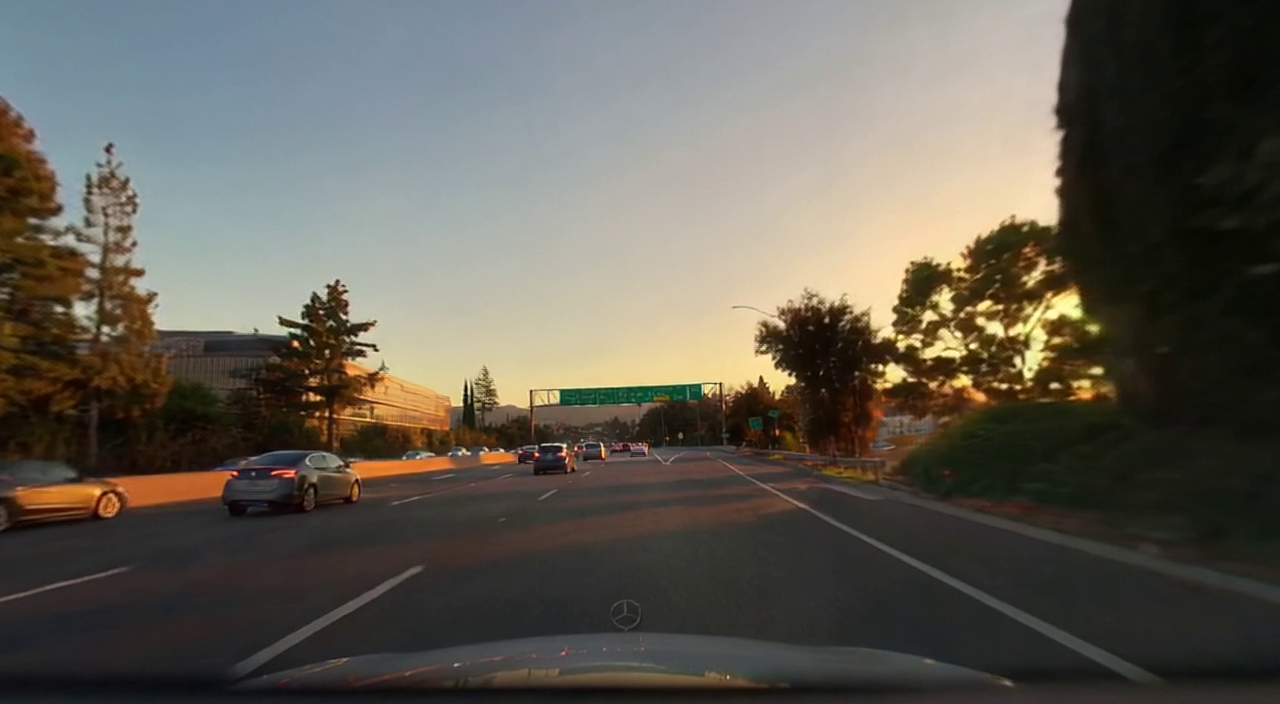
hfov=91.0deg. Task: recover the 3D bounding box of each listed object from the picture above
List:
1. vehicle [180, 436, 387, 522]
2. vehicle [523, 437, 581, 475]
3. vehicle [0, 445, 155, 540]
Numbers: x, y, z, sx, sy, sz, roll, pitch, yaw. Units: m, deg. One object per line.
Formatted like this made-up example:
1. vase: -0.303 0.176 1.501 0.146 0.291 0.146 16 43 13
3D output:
1. vehicle: -7.921 2.822 14.663 2.071 1.661 4.540 0 -8 1
2. vehicle: -4.258 5.113 31.117 2.158 1.717 4.375 0 -8 1
3. vehicle: -11.866 2.538 11.701 2.003 1.595 4.532 0 -8 1
